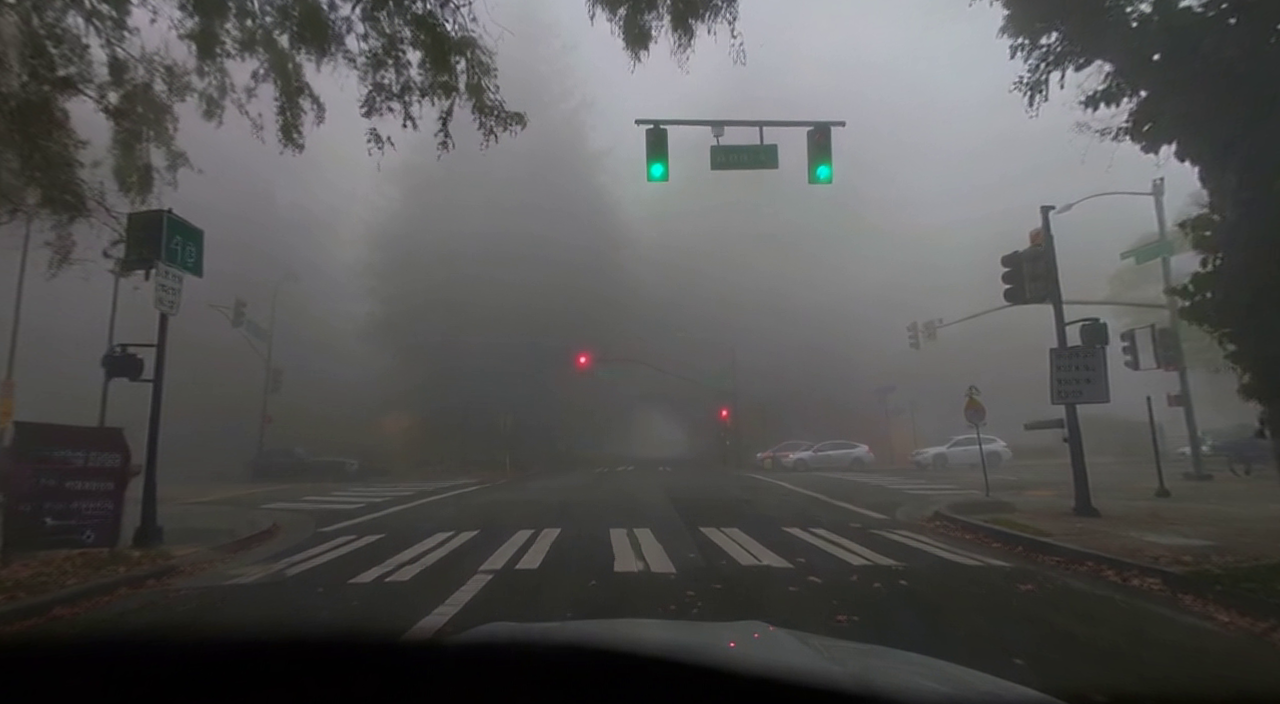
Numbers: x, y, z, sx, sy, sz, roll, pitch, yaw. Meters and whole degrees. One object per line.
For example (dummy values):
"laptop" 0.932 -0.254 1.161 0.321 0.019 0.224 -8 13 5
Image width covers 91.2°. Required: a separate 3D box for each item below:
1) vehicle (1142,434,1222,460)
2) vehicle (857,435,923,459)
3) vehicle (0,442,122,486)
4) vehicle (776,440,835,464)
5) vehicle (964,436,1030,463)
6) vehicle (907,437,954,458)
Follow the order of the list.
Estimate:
"vehicle" 31.456 5.528 36.476 1.612 1.402 3.320 -1 -8 0
"vehicle" 16.924 6.435 42.357 4.522 1.546 1.941 6 -11 -35
"vehicle" -22.833 4.256 23.911 4.362 1.593 1.936 -1 -9 2
"vehicle" 11.107 6.700 41.932 1.955 1.508 4.295 -8 -12 42
"vehicle" 20.944 5.702 36.883 1.851 1.388 3.475 0 -6 0
"vehicle" 21.822 7.201 47.225 1.923 1.463 3.758 -1 -9 3
